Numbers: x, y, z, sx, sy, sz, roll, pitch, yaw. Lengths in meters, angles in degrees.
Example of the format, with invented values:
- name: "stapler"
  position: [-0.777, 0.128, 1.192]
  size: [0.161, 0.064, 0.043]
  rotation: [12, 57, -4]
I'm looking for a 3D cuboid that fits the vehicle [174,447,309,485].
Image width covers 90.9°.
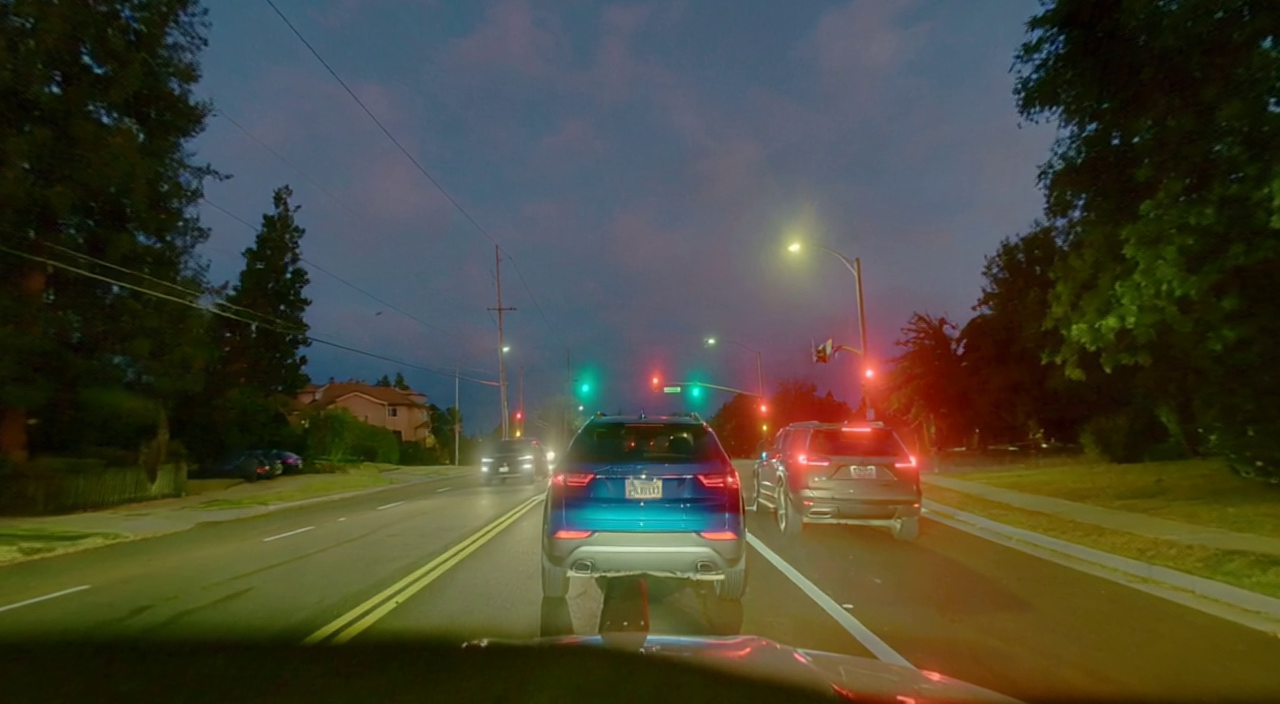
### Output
- name: "vehicle"
  position: [-16.171, 4.629, 25.719]
  size: [4.245, 1.446, 1.827]
  rotation: [0, -8, 1]

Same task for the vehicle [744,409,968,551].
- name: "vehicle"
  position: [3.068, 1.919, 10.109]
  size: [1.967, 1.756, 4.281]
  rotation: [0, -8, -1]

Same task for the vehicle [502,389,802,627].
- name: "vehicle"
  position: [0.059, 1.421, 6.662]
  size: [2.151, 1.695, 4.100]
  rotation: [0, -8, -1]
